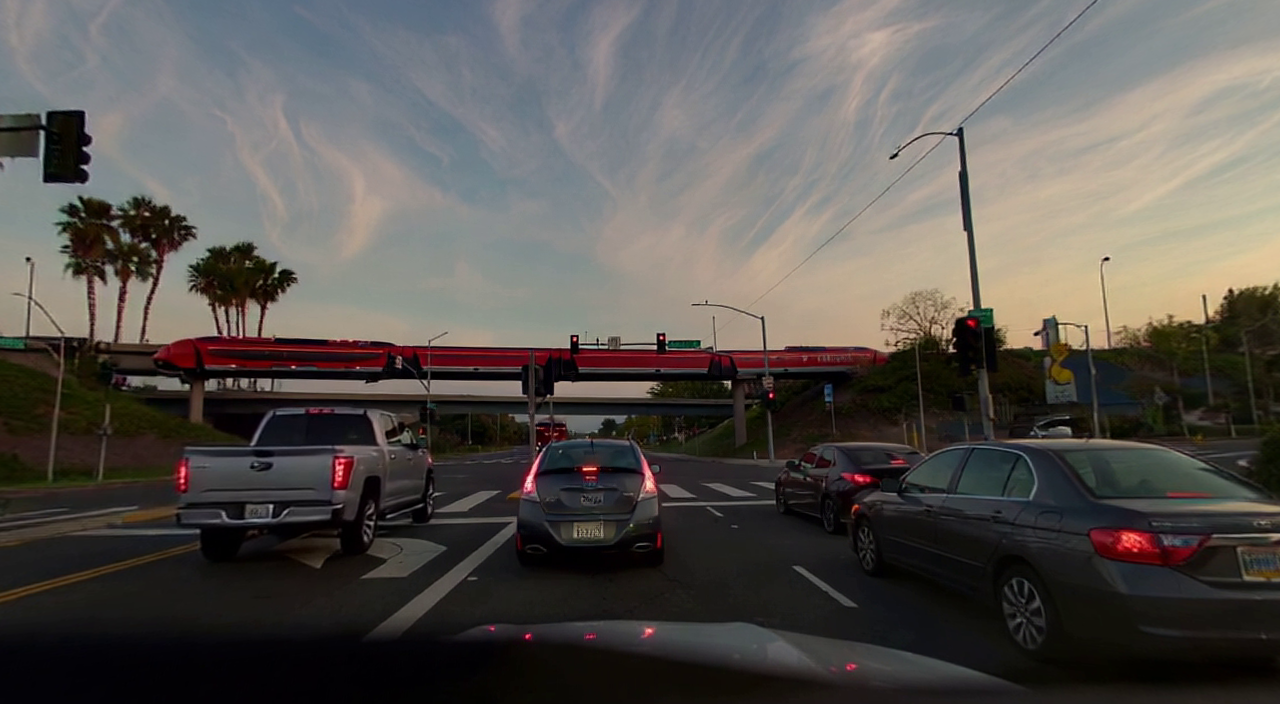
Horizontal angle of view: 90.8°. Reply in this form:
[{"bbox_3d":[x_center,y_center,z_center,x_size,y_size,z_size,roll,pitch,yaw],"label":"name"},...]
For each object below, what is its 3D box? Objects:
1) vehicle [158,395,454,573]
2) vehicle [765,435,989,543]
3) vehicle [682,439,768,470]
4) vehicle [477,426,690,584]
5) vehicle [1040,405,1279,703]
[{"bbox_3d":[-4.317,1.795,9.459,2.078,1.838,5.448,1,-9,-8],"label":"vehicle"},{"bbox_3d":[3.700,2.210,10.927,1.965,1.448,4.486,0,-9,-3],"label":"vehicle"},{"bbox_3d":[4.189,5.143,31.924,1.878,1.428,4.416,5,-10,-32],"label":"vehicle"},{"bbox_3d":[-0.637,1.775,8.185,2.035,1.491,4.090,0,-9,-3],"label":"vehicle"},{"bbox_3d":[3.880,0.889,2.143,2.052,1.496,4.541,0,-9,0],"label":"vehicle"}]
